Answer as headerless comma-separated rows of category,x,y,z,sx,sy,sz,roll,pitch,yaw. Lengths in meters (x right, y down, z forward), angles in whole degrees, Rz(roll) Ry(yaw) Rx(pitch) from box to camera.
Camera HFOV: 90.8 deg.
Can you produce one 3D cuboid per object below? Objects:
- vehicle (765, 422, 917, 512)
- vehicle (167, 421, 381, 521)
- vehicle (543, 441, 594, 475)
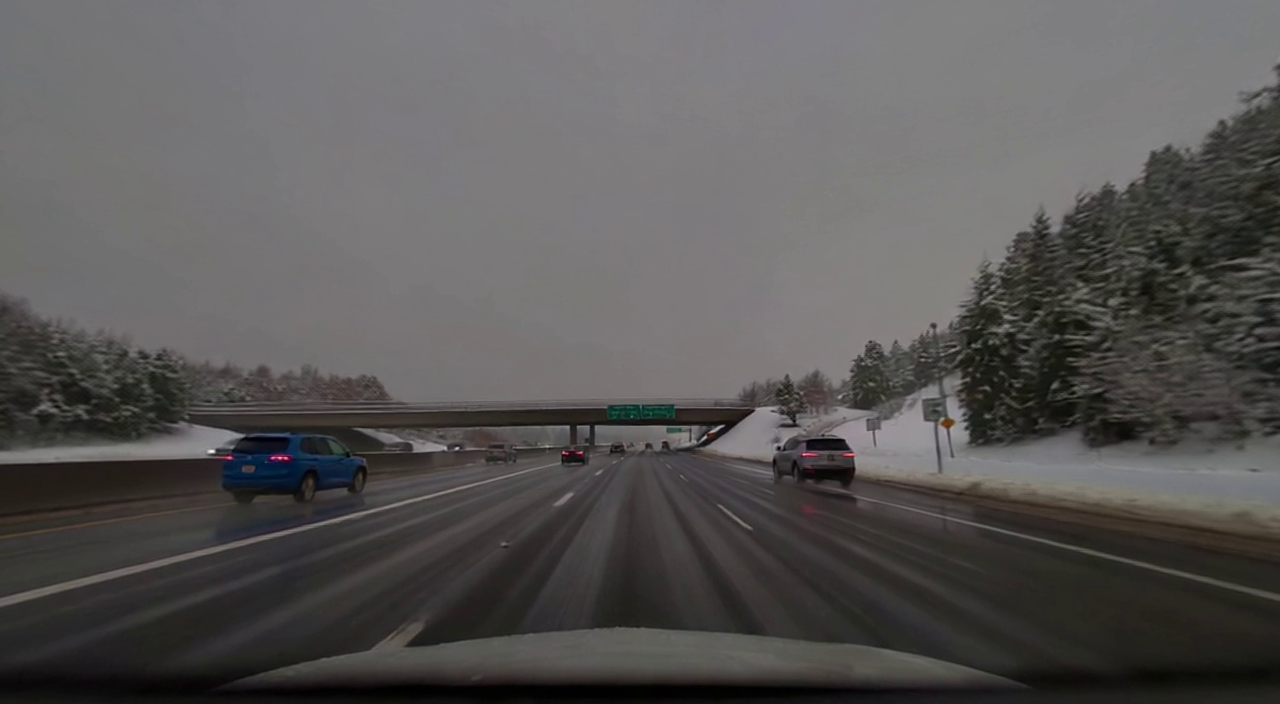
vehicle,4.330,2.571,14.513,1.950,1.719,4.545,0,-9,0
vehicle,-7.170,2.369,13.007,1.860,1.694,4.173,0,-9,0
vehicle,-3.346,5.069,30.464,1.925,1.509,4.363,0,-9,0
